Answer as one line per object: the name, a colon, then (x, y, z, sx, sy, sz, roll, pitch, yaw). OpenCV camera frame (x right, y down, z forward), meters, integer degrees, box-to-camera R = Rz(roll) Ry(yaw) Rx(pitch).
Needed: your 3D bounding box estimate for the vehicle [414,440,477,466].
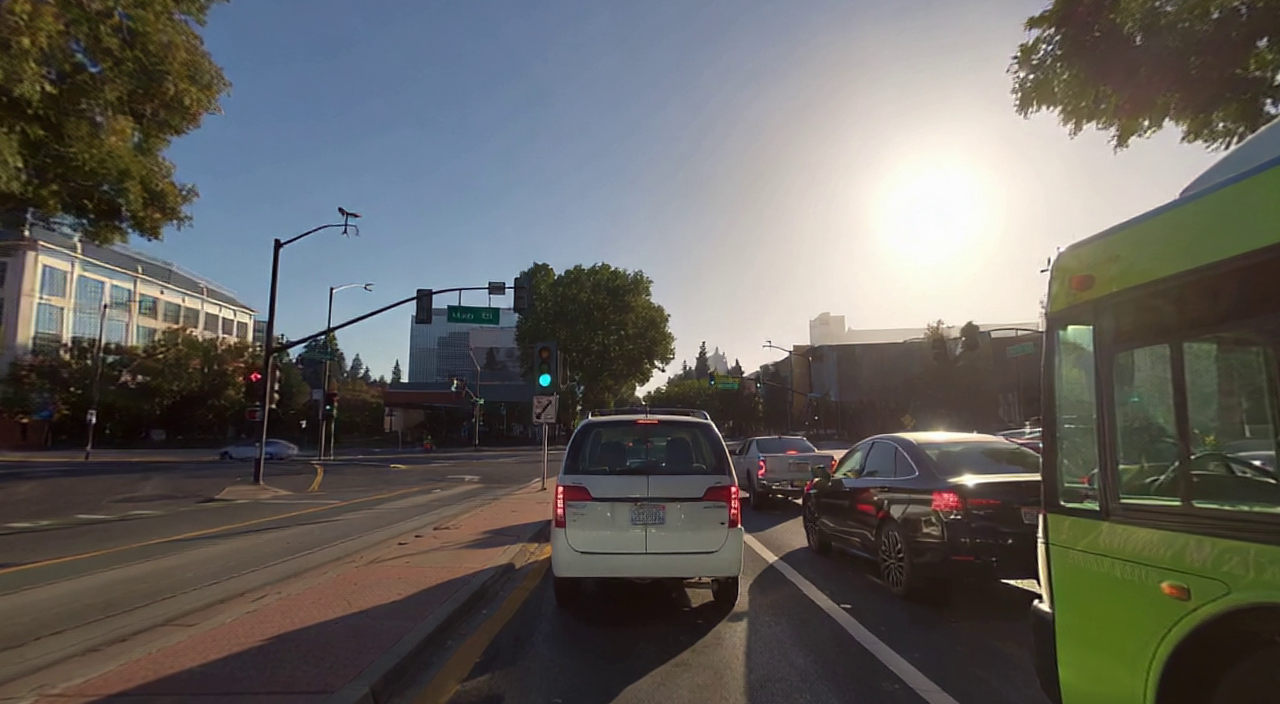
vehicle: (-13.556, 7.060, 43.963, 1.924, 1.720, 4.097, -4, -9, 23)

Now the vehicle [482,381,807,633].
vehicle: (0.004, 1.474, 7.001, 2.381, 1.842, 4.603, 0, -8, -1)

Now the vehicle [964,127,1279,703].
vehicle: (2.609, 0.316, 0.421, 2.037, 2.065, 5.037, 0, -8, 0)

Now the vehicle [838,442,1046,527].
vehicle: (5.967, 2.637, 13.222, 1.987, 1.457, 4.675, 0, -8, -1)
